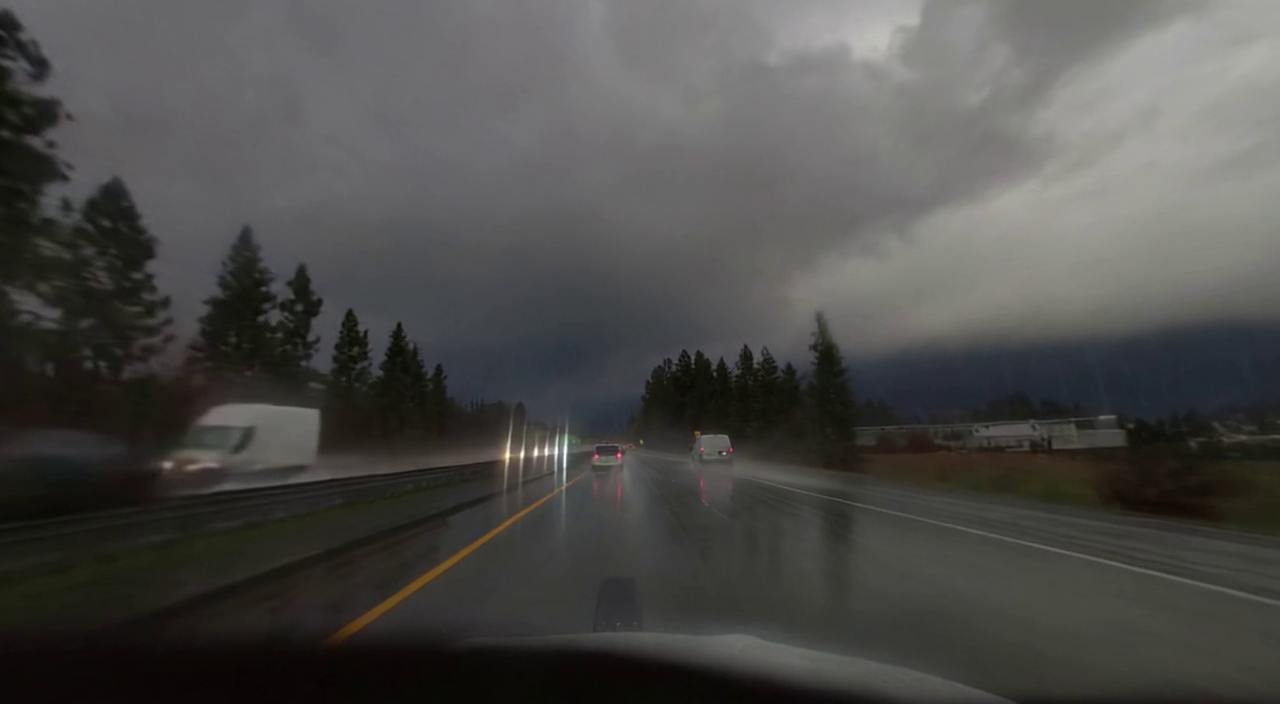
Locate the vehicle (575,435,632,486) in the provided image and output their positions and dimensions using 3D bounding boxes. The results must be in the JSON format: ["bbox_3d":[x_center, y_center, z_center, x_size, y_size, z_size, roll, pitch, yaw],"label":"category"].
[{"bbox_3d":[-1.319,4.085,23.851,1.963,1.711,4.284,0,-9,-1],"label":"vehicle"}]

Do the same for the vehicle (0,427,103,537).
[{"bbox_3d":[-9.976,1.722,8.106,1.932,1.530,4.684,0,-9,-1],"label":"vehicle"}]

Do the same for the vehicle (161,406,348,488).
[{"bbox_3d":[-14.162,3.627,23.907,2.732,2.600,7.051,0,-9,-1],"label":"vehicle"}]

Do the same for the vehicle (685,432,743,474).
[{"bbox_3d":[3.612,5.074,31.529,2.179,1.930,4.538,0,-9,-2],"label":"vehicle"}]
